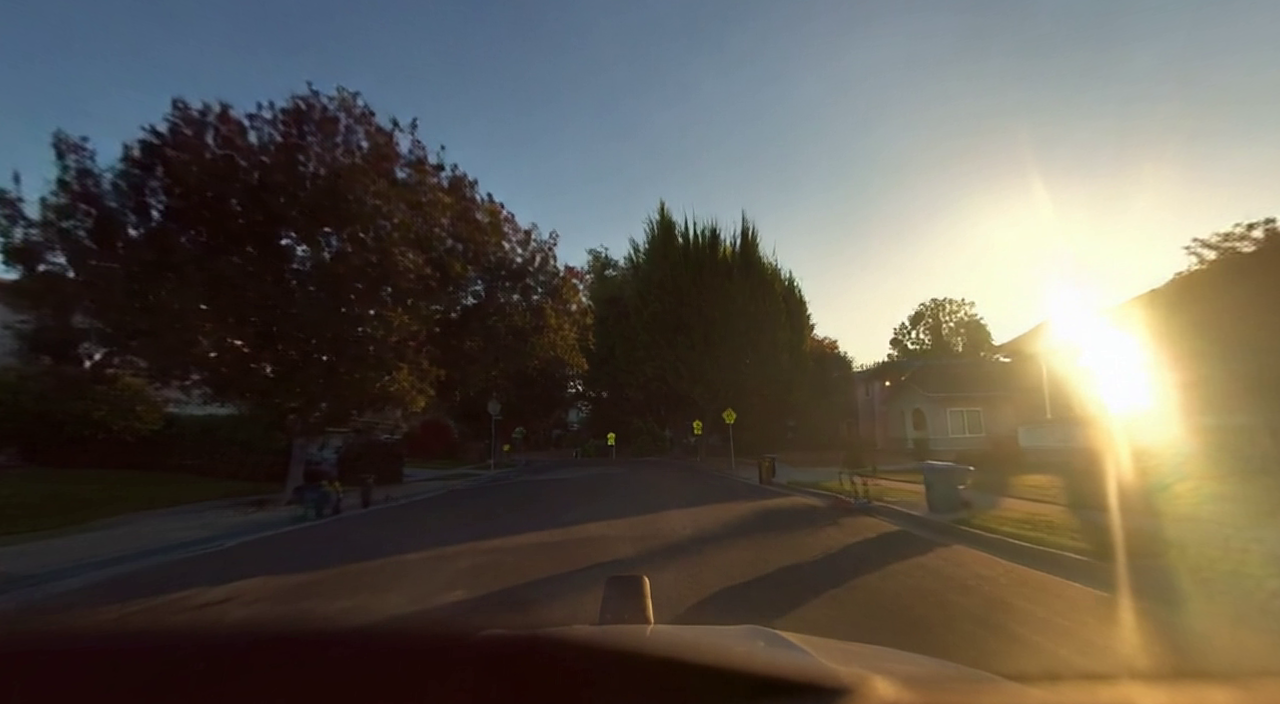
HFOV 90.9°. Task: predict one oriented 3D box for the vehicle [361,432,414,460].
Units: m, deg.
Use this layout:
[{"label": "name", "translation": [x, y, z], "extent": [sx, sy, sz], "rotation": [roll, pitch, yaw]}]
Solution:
[{"label": "vehicle", "translation": [-18.640, 6.986, 46.756], "extent": [2.407, 1.912, 5.091], "rotation": [1, -8, -8]}]
